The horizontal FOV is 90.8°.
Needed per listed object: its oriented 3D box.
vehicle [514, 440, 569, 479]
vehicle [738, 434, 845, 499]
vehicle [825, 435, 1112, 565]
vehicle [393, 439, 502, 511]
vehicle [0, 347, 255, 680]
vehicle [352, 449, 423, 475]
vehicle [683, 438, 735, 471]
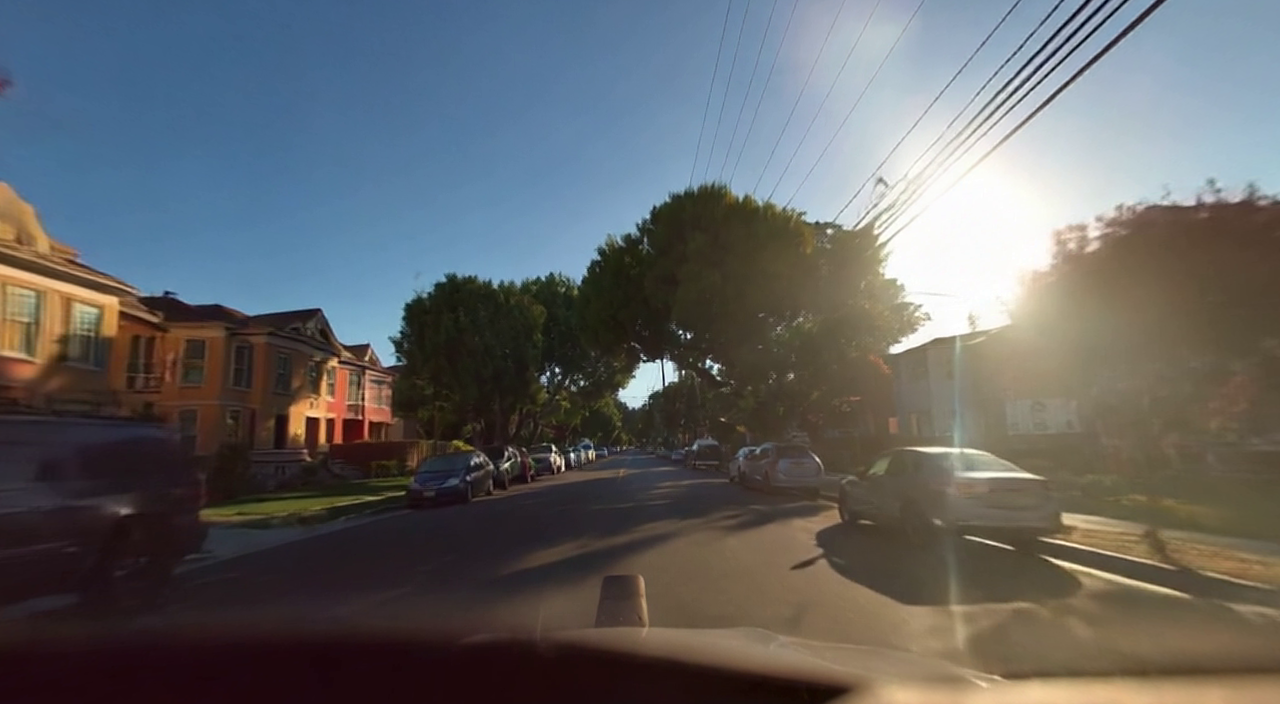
[{"bbox_3d":[-5.406,5.946,35.442,2.285,1.895,5.883,-3,-8,-2],"label":"vehicle"},{"bbox_3d":[4.178,3.244,18.290,1.979,1.620,4.684,0,-8,1],"label":"vehicle"},{"bbox_3d":[4.334,1.985,9.320,1.893,1.437,4.369,0,-8,0],"label":"vehicle"},{"bbox_3d":[-5.437,3.475,18.396,1.873,1.709,4.206,-4,-8,-1],"label":"vehicle"},{"bbox_3d":[-5.274,1.067,3.993,2.242,2.135,5.566,-2,-8,-1],"label":"vehicle"},{"bbox_3d":[-17.611,7.656,44.260,4.184,1.620,1.852,-2,-8,1],"label":"vehicle"},{"bbox_3d":[4.109,6.236,38.688,2.279,1.848,5.577,0,-9,-3],"label":"vehicle"}]
